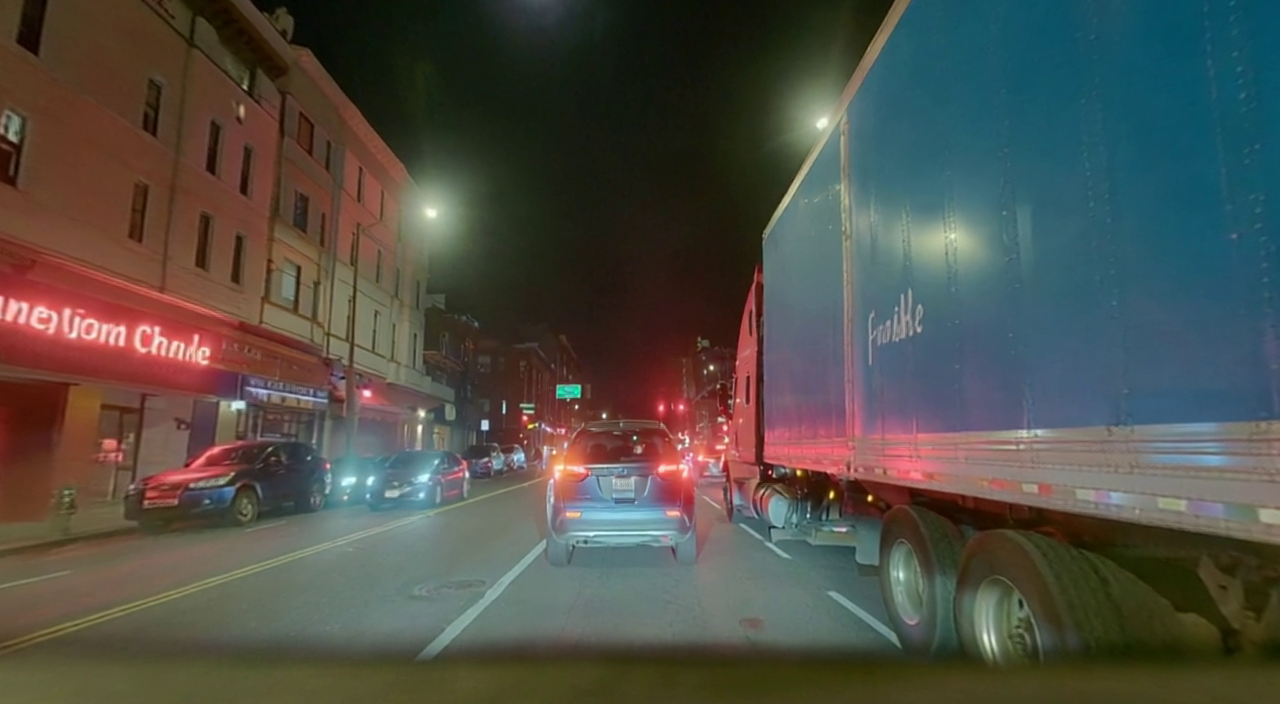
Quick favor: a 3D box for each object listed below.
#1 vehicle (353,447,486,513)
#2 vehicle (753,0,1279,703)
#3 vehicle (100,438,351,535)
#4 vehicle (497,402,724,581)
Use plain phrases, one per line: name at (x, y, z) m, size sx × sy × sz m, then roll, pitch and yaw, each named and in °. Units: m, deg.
vehicle at (-5.700, 3.319, 17.005) m, size 1.997 × 1.467 × 4.373 m, roll -1°, pitch -8°, yaw 0°
vehicle at (2.913, -0.010, 2.891) m, size 2.913 × 3.771 × 9.716 m, roll 0°, pitch -8°, yaw 0°
vehicle at (-8.846, 2.863, 14.282) m, size 2.065 × 1.758 × 5.144 m, roll -1°, pitch -8°, yaw 2°
vehicle at (-0.279, 1.743, 8.710) m, size 2.283 × 1.783 × 4.548 m, roll 0°, pitch -8°, yaw 1°
